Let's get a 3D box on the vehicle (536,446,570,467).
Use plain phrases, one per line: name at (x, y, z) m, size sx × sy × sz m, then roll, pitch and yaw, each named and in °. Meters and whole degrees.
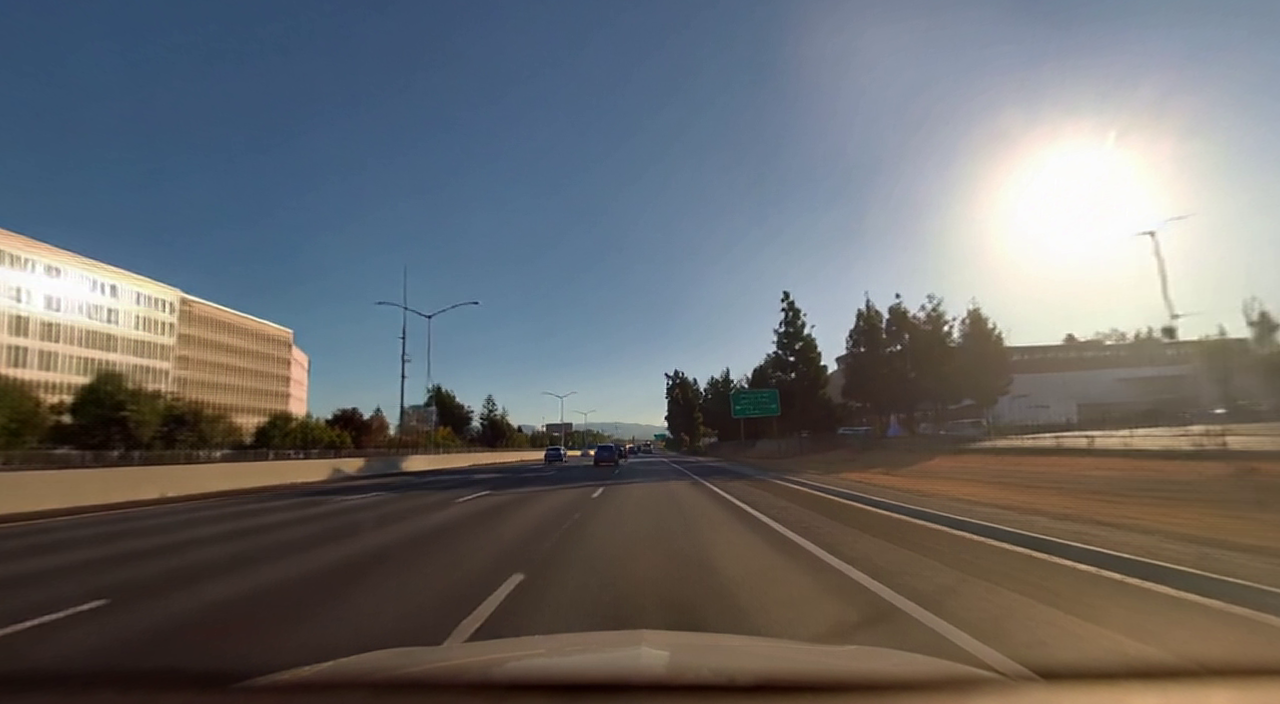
vehicle at (-6.453, 7.838, 47.316) m, size 1.936 × 1.462 × 4.388 m, roll 0°, pitch -8°, yaw 0°
